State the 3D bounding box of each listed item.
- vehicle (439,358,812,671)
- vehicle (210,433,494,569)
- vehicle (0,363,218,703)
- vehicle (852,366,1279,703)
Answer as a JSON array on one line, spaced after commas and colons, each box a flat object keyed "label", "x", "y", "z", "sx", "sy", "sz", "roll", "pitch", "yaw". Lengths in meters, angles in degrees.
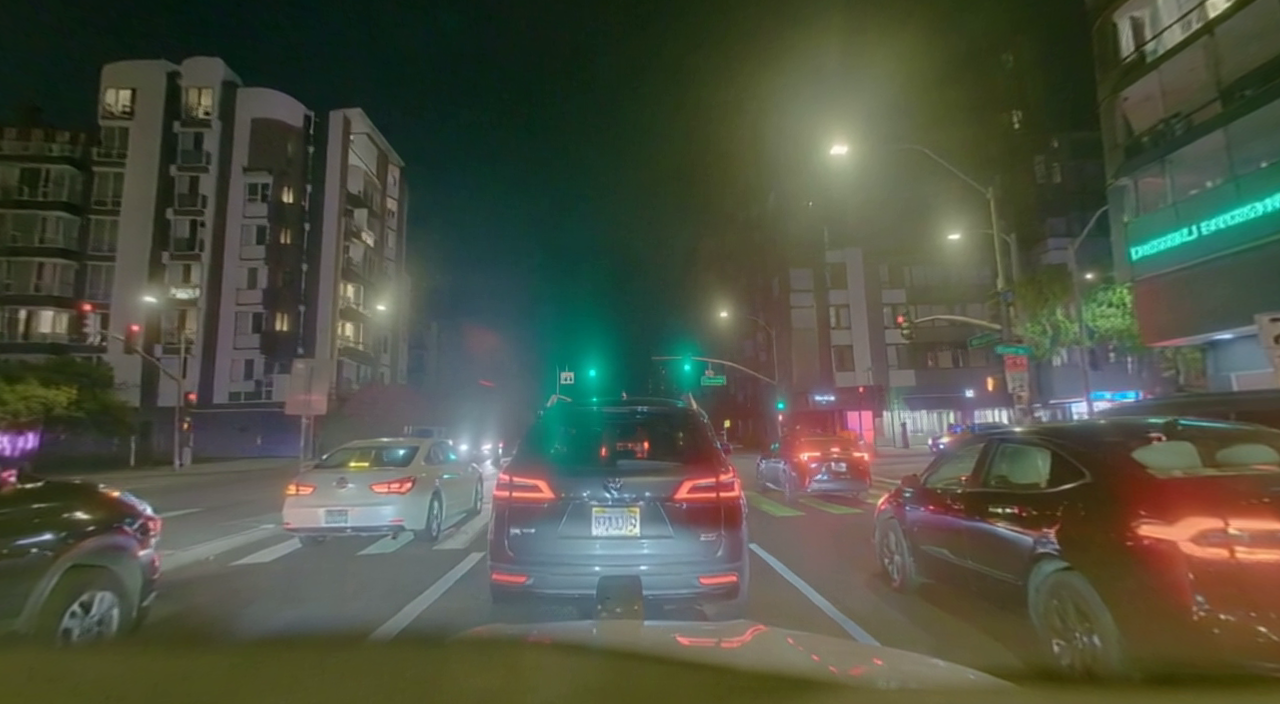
[{"label": "vehicle", "x": -0.105, "y": 1.348, "z": 6.509, "sx": 2.206, "sy": 1.858, "sz": 5.332, "roll": 0, "pitch": -8, "yaw": 0}, {"label": "vehicle", "x": -3.794, "y": 2.025, "z": 9.513, "sx": 2.055, "sy": 1.488, "sz": 4.733, "roll": 0, "pitch": -8, "yaw": 0}, {"label": "vehicle", "x": -3.822, "y": 0.722, "z": 1.500, "sx": 2.126, "sy": 1.693, "sz": 5.289, "roll": 0, "pitch": -8, "yaw": -2}, {"label": "vehicle", "x": 3.181, "y": 1.149, "z": 4.342, "sx": 1.906, "sy": 1.608, "sz": 4.137, "roll": 0, "pitch": -8, "yaw": -1}]
